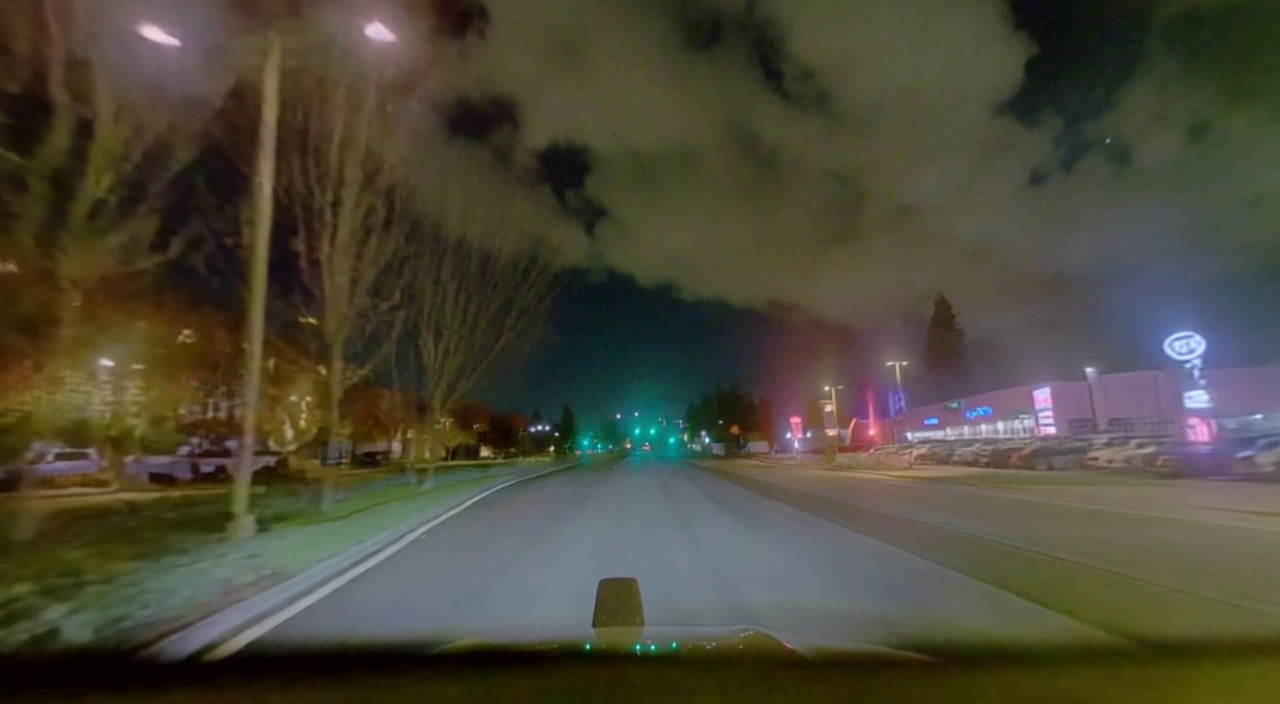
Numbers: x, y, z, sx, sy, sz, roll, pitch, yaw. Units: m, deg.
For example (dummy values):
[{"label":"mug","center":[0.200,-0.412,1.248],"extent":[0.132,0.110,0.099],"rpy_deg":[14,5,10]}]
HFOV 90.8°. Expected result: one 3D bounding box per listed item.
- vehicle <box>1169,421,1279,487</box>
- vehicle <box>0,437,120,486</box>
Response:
[{"label":"vehicle","center":[20.261,3.176,19.749],"extent":[5.392,1.923,2.156],"rpy_deg":[0,-9,0]},{"label":"vehicle","center":[-25.454,4.615,26.439],"extent":[5.442,1.851,2.152],"rpy_deg":[-2,-9,1]}]
